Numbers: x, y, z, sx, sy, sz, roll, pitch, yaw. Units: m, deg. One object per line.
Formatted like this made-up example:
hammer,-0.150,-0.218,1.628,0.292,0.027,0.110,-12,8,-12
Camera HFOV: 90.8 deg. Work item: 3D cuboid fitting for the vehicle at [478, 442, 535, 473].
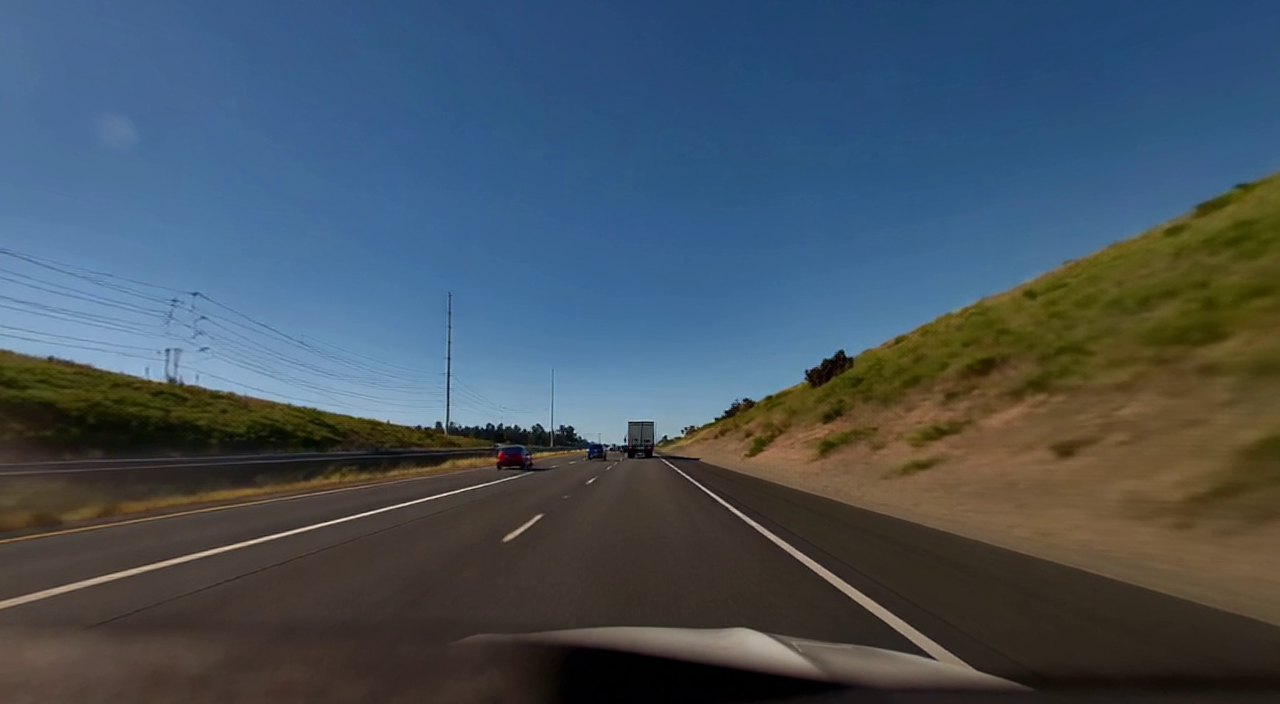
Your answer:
vehicle,-7.176,5.727,34.331,2.066,1.558,4.607,0,-9,0
